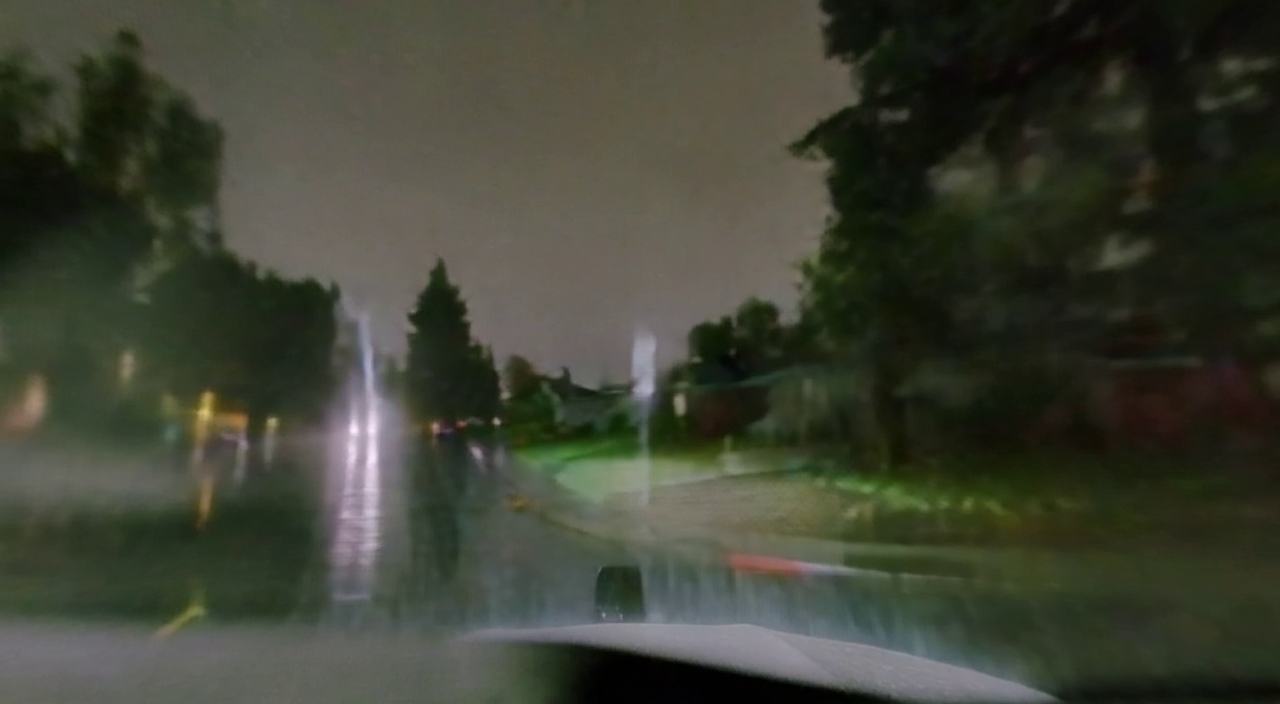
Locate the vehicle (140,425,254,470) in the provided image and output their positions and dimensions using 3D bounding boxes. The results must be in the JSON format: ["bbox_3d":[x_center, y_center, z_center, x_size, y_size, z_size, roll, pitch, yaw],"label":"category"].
[{"bbox_3d":[-16.307,3.524,23.557,1.954,1.490,4.292,2,-8,-13],"label":"vehicle"}]

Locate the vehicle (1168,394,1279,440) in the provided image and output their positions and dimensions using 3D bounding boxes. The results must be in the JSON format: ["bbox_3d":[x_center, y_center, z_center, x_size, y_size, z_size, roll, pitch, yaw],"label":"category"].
[{"bbox_3d":[21.240,2.271,21.559,1.855,1.470,4.531,2,-8,-16],"label":"vehicle"}]

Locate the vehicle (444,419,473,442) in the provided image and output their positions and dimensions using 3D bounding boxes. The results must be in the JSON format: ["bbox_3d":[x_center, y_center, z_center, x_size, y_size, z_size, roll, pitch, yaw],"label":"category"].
[{"bbox_3d":[-14.209,6.172,49.462,2.018,1.665,4.226,2,-8,-16],"label":"vehicle"}]
